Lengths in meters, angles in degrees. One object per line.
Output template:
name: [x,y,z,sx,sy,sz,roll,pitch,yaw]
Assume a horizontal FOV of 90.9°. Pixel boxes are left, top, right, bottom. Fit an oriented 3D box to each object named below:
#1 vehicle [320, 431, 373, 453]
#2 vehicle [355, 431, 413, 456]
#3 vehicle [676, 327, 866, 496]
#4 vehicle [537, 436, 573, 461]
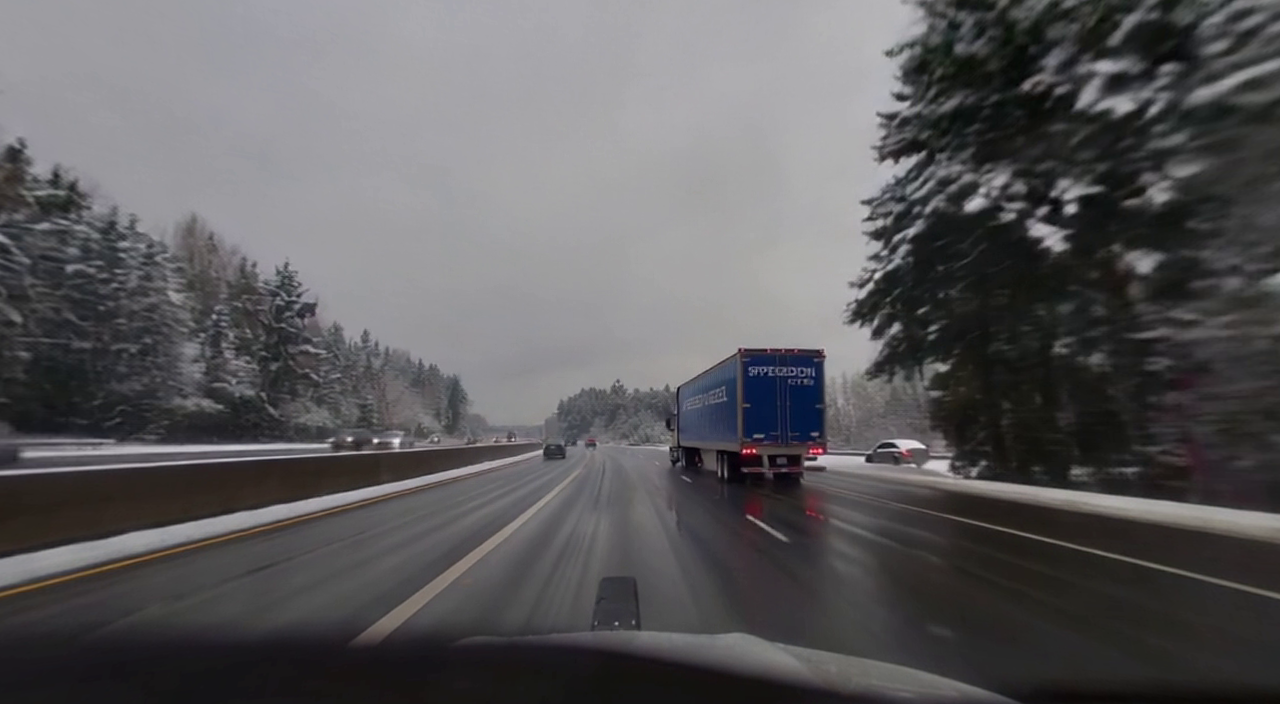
vehicle: [-20.633,6.362,44.455,2.009,1.489,3.977,1,-8,-3]
vehicle: [-16.116,5.780,39.996,1.917,1.485,4.686,1,-8,-3]
vehicle: [3.538,2.366,22.307,2.910,4.051,14.278,1,-8,-3]
vehicle: [-5.686,6.489,42.556,2.030,1.547,3.862,1,-8,-3]
